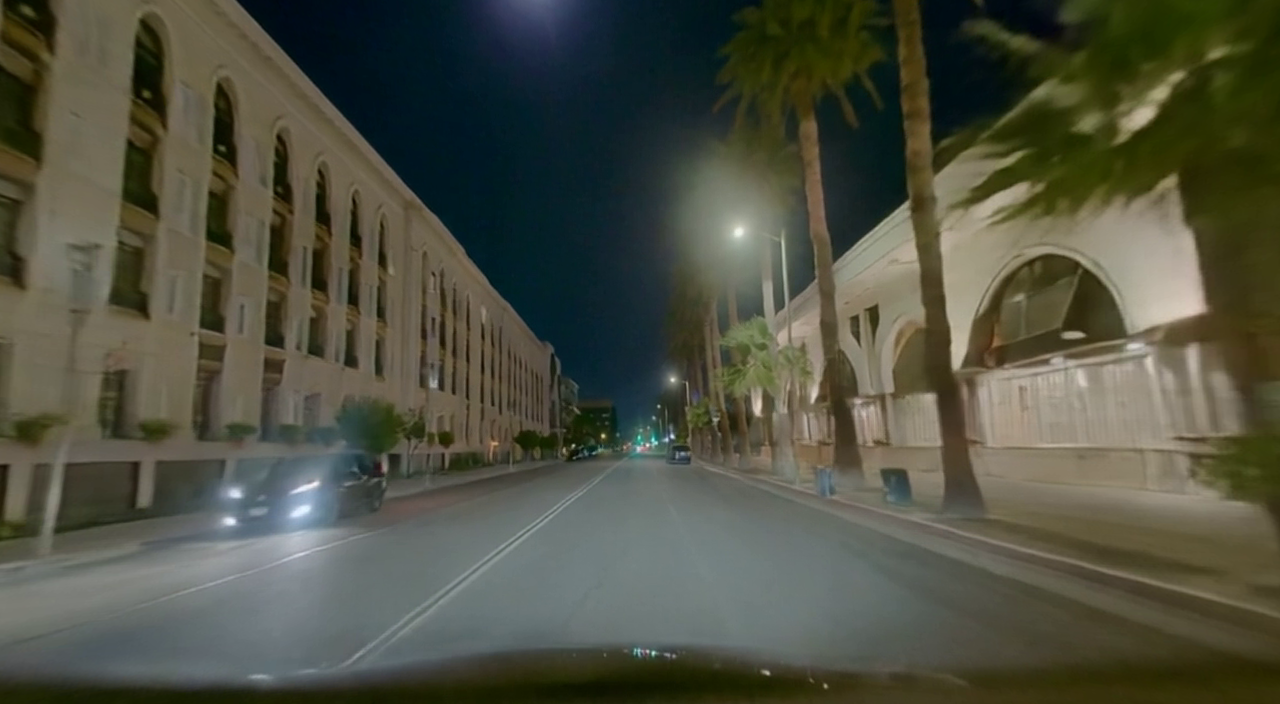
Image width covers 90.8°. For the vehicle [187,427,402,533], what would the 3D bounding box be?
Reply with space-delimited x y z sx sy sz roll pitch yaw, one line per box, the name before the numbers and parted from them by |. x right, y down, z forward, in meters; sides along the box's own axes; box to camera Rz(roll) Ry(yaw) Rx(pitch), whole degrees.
vehicle | -6.621 2.499 12.819 1.946 1.640 4.430 -3 -9 -1

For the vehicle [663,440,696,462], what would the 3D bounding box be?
vehicle | 2.856 7.278 46.510 1.985 1.543 4.112 0 -8 -2
